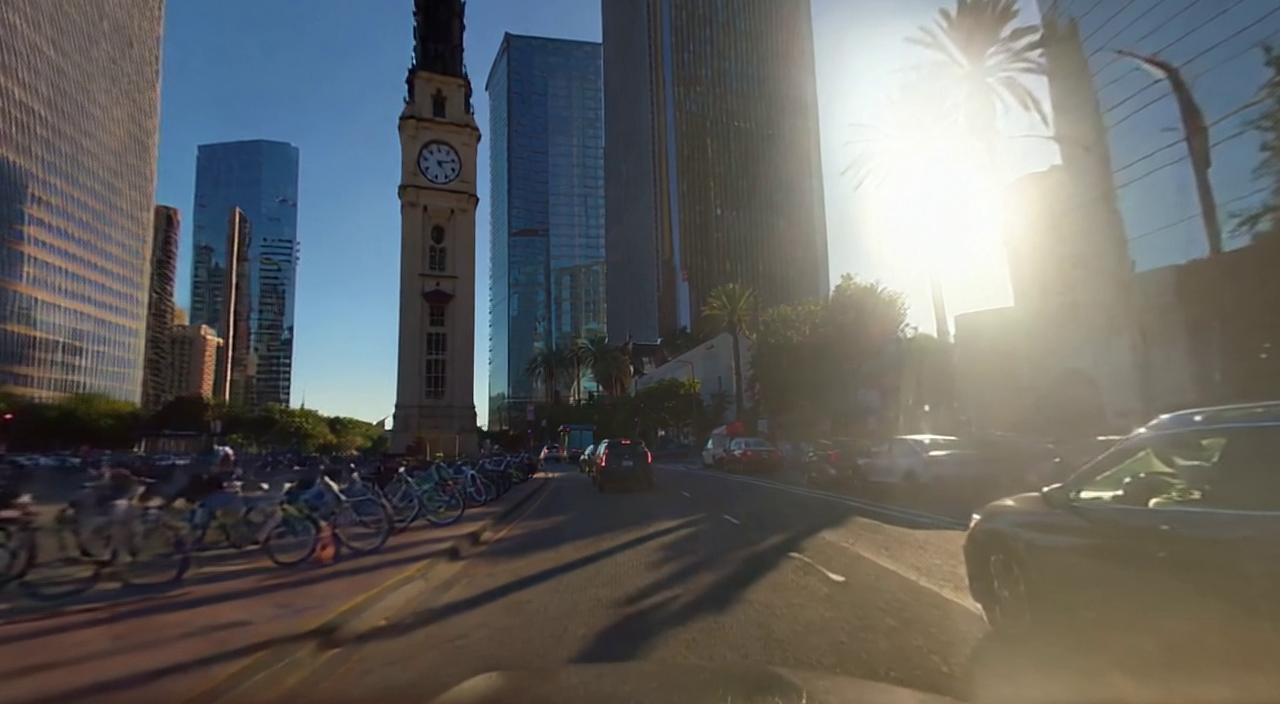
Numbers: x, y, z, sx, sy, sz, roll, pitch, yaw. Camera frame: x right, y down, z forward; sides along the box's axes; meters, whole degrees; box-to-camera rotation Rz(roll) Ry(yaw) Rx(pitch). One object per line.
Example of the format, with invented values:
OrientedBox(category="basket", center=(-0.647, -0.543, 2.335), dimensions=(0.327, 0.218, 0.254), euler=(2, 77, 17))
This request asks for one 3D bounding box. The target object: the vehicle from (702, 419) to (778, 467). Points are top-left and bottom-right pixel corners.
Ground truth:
OrientedBox(category="vehicle", center=(5.404, 5.063, 35.047), dimensions=(2.377, 2.429, 5.532), euler=(1, -9, -11))

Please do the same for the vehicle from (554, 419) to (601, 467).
OrientedBox(category="vehicle", center=(-4.177, 5.932, 41.078), dimensions=(2.400, 2.872, 6.053), euler=(1, -9, -12))

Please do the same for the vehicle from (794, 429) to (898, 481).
OrientedBox(category="vehicle", center=(7.272, 3.681, 22.822), dimensions=(1.860, 1.684, 4.211), euler=(1, -9, -7))

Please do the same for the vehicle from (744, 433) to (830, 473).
OrientedBox(category="vehicle", center=(6.477, 4.522, 28.478), dimensions=(1.945, 1.623, 5.013), euler=(1, -9, -9))

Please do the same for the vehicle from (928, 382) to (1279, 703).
OrientedBox(category="vehicle", center=(3.595, 0.932, 2.940), dimensions=(2.116, 1.500, 4.702), euler=(0, -8, -3))

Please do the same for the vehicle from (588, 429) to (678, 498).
OrientedBox(category="vehicle", center=(-0.323, 2.957, 17.092), dimensions=(2.111, 1.605, 3.832), euler=(0, -8, -6))
